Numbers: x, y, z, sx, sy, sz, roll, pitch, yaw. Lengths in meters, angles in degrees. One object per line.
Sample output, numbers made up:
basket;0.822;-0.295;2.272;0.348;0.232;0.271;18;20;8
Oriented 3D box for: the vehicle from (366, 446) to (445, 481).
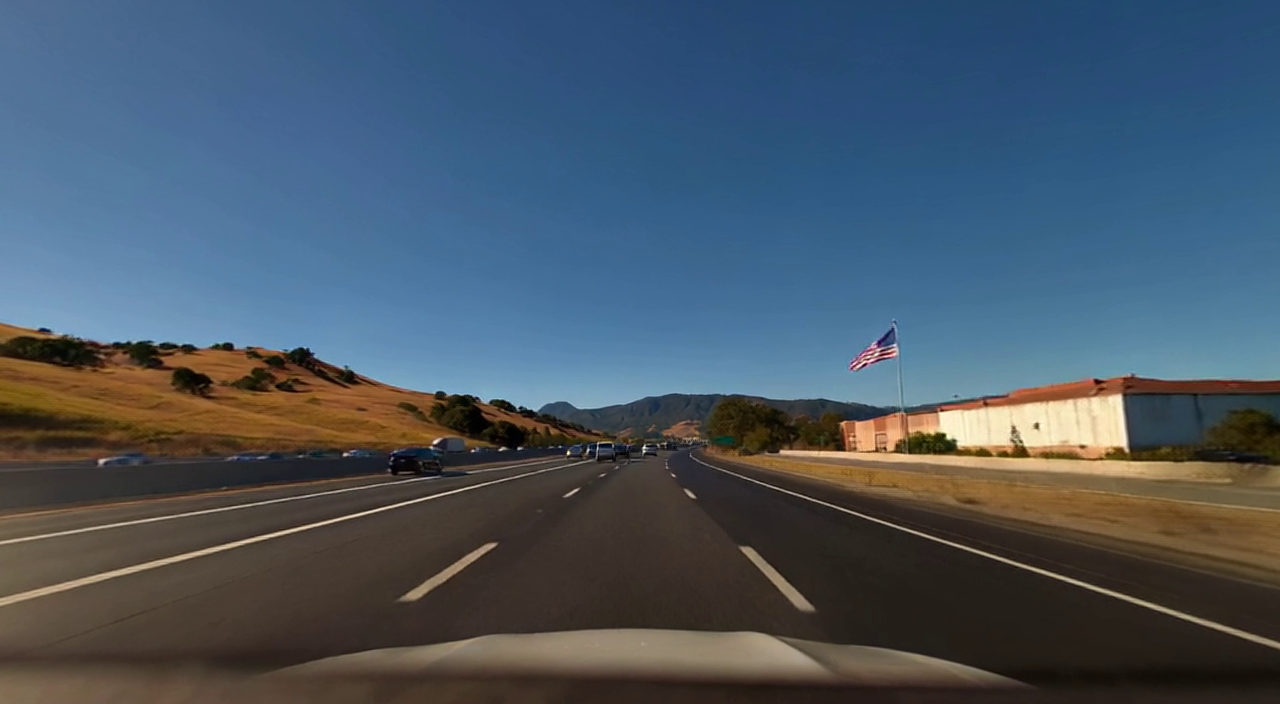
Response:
vehicle;-10.943;5.211;29.819;1.927;1.454;4.395;-1;-8;2
